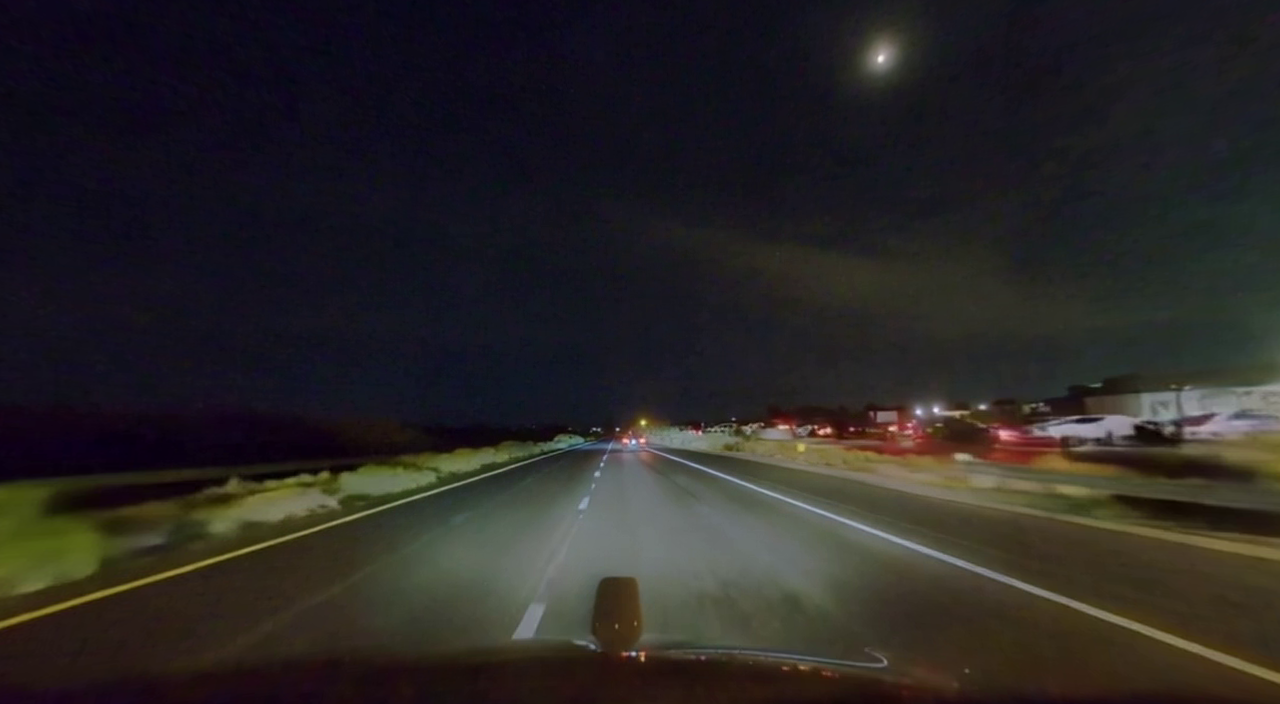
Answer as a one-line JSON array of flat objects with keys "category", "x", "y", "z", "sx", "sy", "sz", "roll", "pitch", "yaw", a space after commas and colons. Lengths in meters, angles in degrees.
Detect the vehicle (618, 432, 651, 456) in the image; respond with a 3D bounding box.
[{"category": "vehicle", "x": -0.403, "y": 6.160, "z": 42.213, "sx": 2.037, "sy": 1.504, "sz": 4.248, "roll": 0, "pitch": -8, "yaw": -3}]
